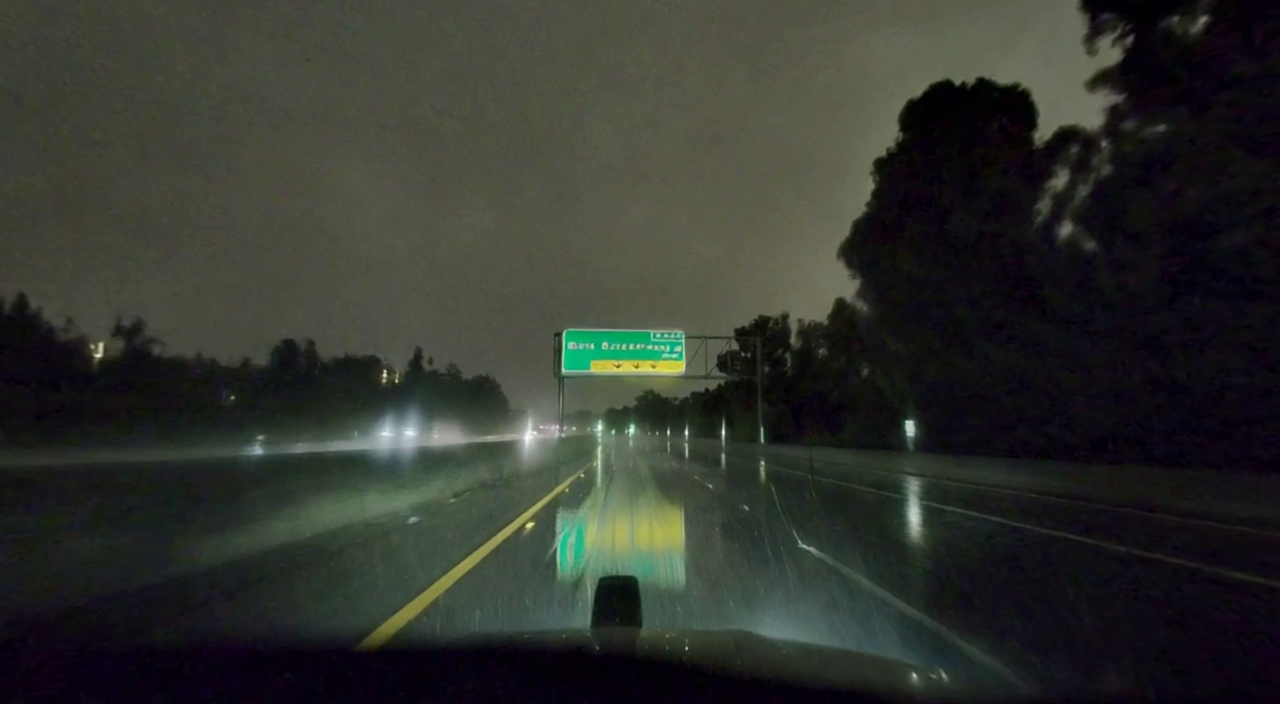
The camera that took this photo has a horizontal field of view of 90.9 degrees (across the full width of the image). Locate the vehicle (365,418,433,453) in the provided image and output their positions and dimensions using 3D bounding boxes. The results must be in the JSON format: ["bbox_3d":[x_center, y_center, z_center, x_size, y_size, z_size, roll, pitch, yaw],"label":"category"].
[{"bbox_3d":[-14.400,5.045,38.000,2.151,1.930,5.017,0,-8,-1],"label":"vehicle"}]
